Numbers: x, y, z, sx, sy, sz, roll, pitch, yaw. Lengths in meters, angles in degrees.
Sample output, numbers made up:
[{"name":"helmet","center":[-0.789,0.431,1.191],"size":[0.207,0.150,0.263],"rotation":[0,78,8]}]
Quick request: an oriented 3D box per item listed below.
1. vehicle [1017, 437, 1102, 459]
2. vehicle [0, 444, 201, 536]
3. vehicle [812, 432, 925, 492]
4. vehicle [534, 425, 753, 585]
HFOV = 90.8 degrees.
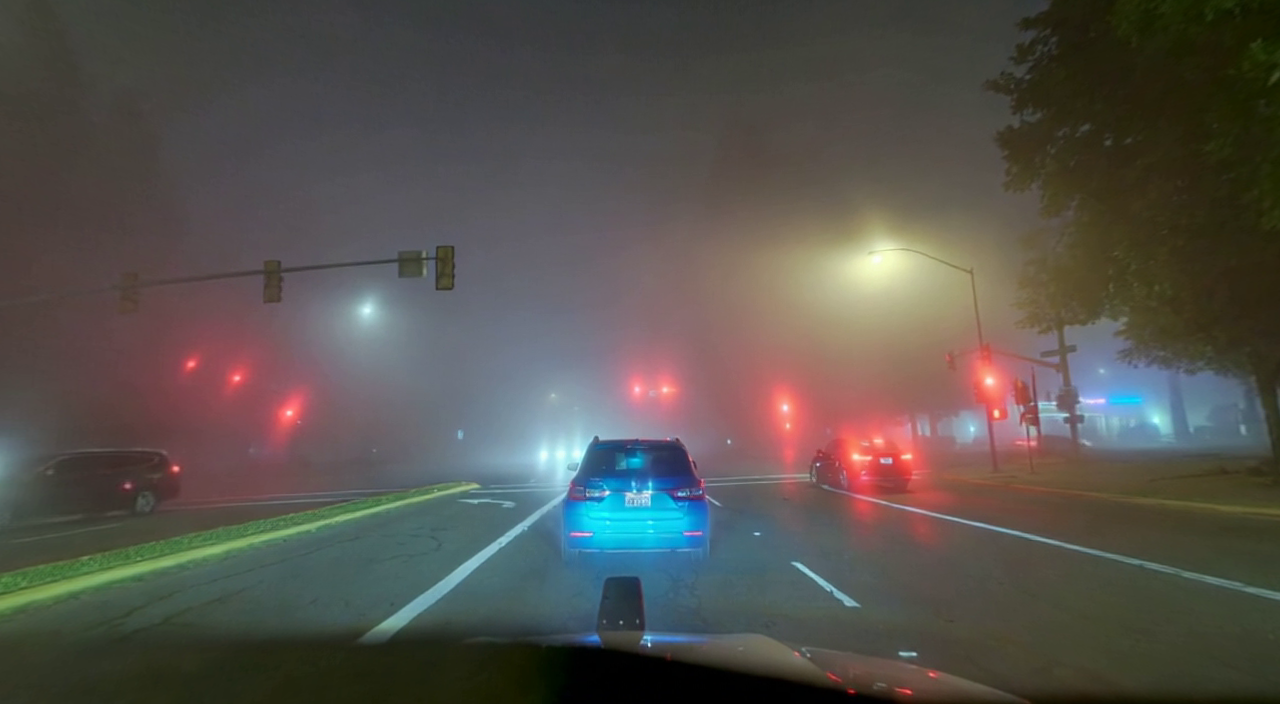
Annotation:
[{"name":"vehicle","center":[29.281,6.680,44.128],"size":[4.563,1.454,2.056],"rotation":[1,-9,-5]},{"name":"vehicle","center":[-12.645,2.947,14.242],"size":[2.097,1.710,4.649],"rotation":[0,-8,0]},{"name":"vehicle","center":[7.056,3.437,20.072],"size":[2.039,1.692,4.319],"rotation":[0,-8,1]},{"name":"vehicle","center":[-0.021,1.764,8.152],"size":[2.070,1.488,4.206],"rotation":[0,-8,-2]}]
